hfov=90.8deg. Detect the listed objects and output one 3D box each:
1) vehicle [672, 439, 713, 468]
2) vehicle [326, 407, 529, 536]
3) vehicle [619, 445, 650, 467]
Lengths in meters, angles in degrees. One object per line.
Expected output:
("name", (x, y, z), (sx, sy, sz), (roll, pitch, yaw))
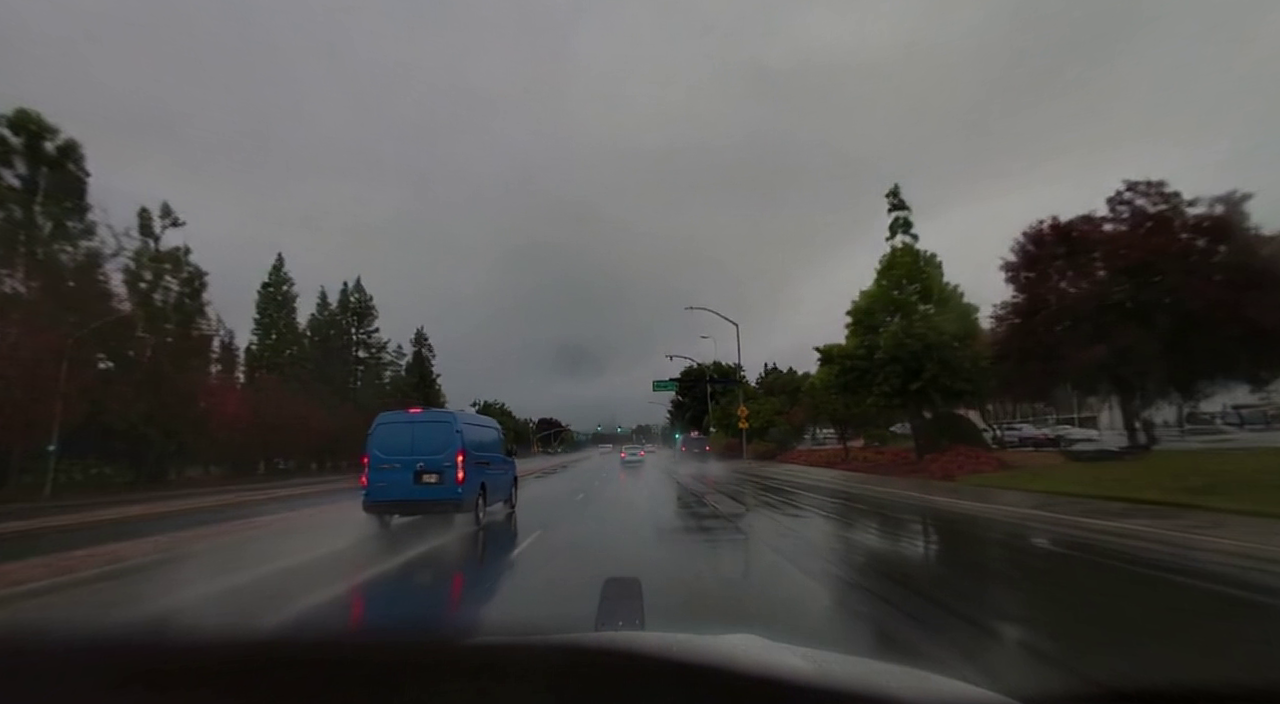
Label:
("vehicle", (3.359, 6.606, 41.241), (2.181, 1.781, 4.257), (0, -9, -2))
("vehicle", (-3.505, 2.090, 11.600), (2.075, 1.863, 4.744), (0, -9, 0))
("vehicle", (-0.422, 7.114, 43.409), (2.039, 1.455, 3.826), (0, -9, -2))
